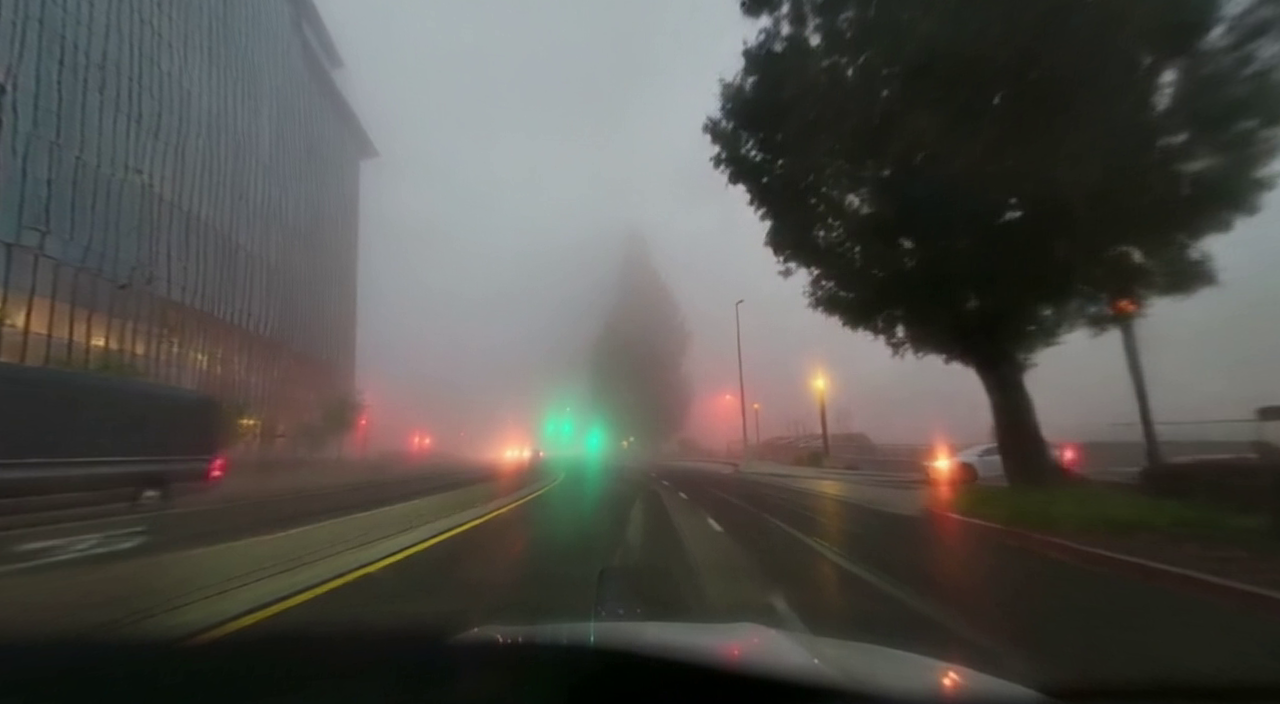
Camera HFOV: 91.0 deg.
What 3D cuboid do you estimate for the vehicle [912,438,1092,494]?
[{"bbox_3d":[11.917,3.774,21.052,4.728,1.696,1.973,0,-9,6],"label":"vehicle"}]

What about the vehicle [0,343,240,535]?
[{"bbox_3d":[-13.663,1.878,13.499,3.052,3.601,10.794,0,-9,0],"label":"vehicle"}]
